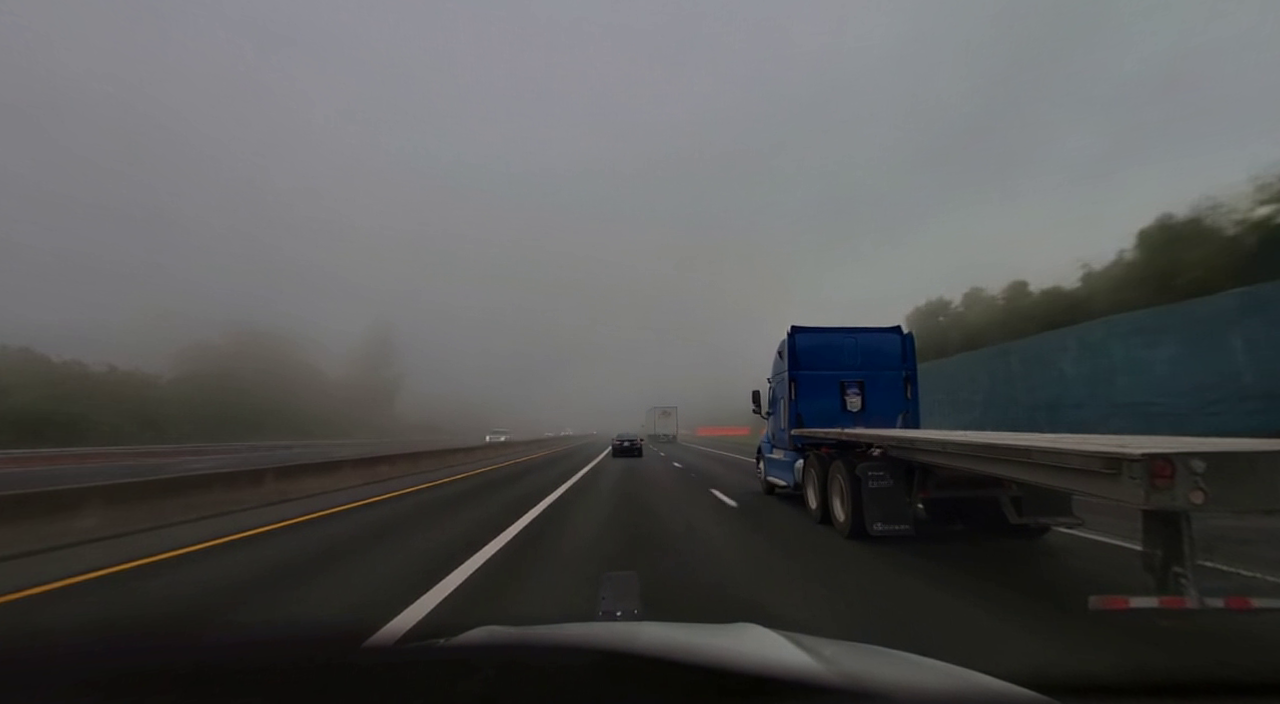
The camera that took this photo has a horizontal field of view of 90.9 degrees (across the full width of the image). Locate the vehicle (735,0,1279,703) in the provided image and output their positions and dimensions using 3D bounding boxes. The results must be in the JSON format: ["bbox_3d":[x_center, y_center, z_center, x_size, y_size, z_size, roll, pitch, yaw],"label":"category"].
[{"bbox_3d":[3.676,0.478,7.932,2.919,3.634,10.888,0,-8,-2],"label":"vehicle"}]

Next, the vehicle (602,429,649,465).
[{"bbox_3d":[-0.647,4.172,27.989,1.929,1.469,3.677,0,-8,-1],"label":"vehicle"}]
